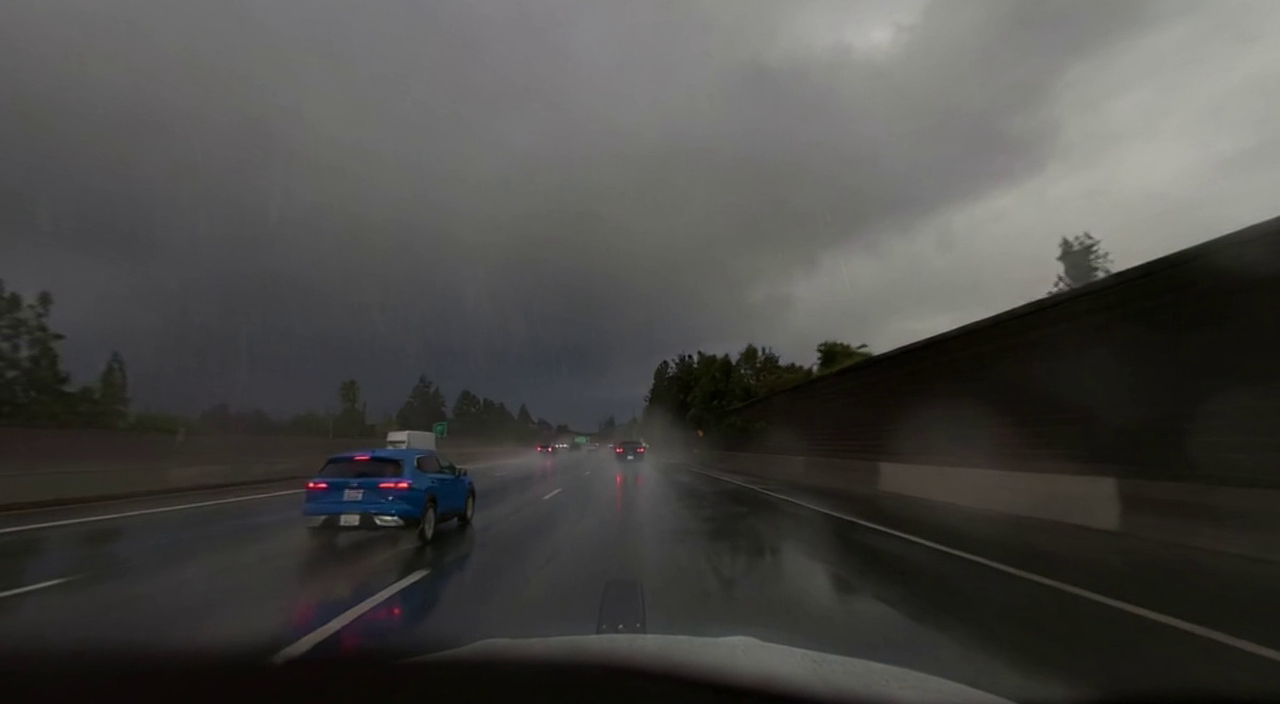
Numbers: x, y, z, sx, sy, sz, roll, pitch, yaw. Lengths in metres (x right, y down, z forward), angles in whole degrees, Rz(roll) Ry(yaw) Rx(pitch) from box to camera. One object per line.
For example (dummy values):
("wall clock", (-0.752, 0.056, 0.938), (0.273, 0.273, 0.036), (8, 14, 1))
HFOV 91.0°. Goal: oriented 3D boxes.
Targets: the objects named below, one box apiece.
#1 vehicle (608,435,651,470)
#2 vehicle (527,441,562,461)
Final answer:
("vehicle", (-0.526, 5.412, 34.065), (2.141, 1.706, 4.065), (0, -8, 0))
("vehicle", (-7.470, 7.837, 49.876), (2.019, 1.523, 4.396), (0, -8, 1))
